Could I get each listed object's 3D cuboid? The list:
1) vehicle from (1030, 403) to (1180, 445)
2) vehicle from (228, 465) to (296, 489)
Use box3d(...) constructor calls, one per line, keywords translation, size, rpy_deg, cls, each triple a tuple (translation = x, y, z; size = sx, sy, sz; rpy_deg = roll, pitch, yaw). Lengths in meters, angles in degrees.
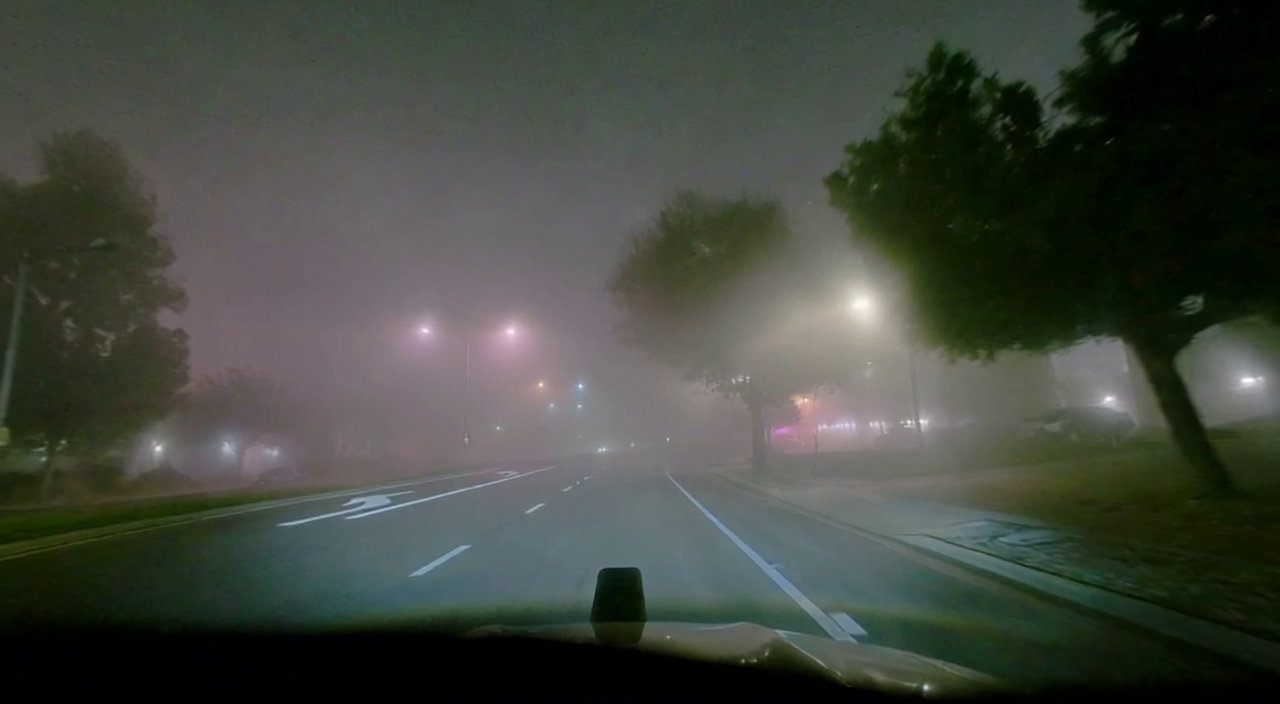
box3d(translation=(24.083, 3.794, 32.860), size=(6.146, 2.098, 2.167), rpy_deg=(0, -8, -4), cls="vehicle")
box3d(translation=(-26.850, 8.861, 45.064), size=(1.916, 1.456, 4.597), rpy_deg=(0, -8, 1), cls="vehicle")
